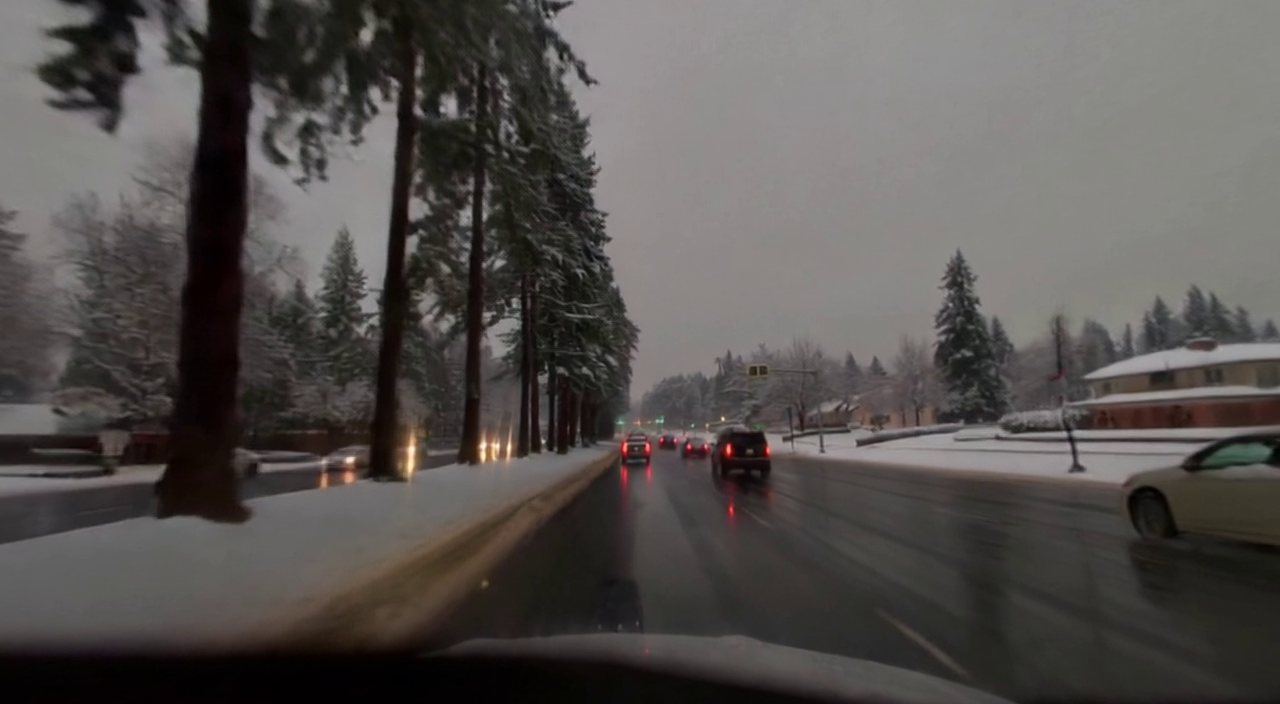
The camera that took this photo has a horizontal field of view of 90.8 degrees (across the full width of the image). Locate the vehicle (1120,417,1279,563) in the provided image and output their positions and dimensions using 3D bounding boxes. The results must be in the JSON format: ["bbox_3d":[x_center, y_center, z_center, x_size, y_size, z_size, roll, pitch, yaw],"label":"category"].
[{"bbox_3d":[7.596,1.431,6.542,1.949,1.492,4.103,0,-9,-1],"label":"vehicle"}]

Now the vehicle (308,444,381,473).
[{"bbox_3d":[-15.755,5.677,33.949,1.825,1.467,4.364,0,-9,0],"label":"vehicle"}]

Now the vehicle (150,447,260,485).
[{"bbox_3d":[-19.361,5.058,28.412,1.887,1.552,4.301,0,-9,0],"label":"vehicle"}]

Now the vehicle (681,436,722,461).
[{"bbox_3d":[3.790,6.075,39.655,2.064,1.474,4.389,0,-9,-1],"label":"vehicle"}]

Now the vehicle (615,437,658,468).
[{"bbox_3d":[-0.162,4.972,31.414,1.988,1.418,4.214,0,-9,-1],"label":"vehicle"}]

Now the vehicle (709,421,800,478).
[{"bbox_3d":[3.916,3.474,22.576,2.209,1.813,4.724,0,-9,-2],"label":"vehicle"}]
